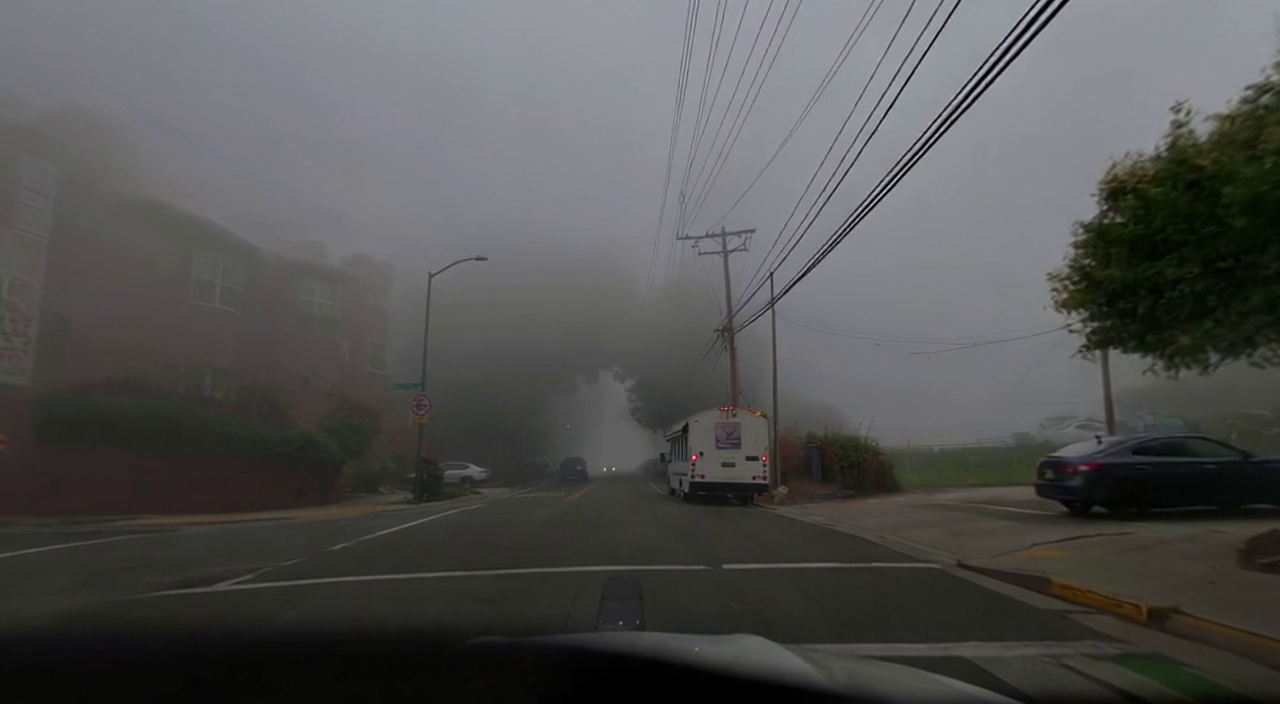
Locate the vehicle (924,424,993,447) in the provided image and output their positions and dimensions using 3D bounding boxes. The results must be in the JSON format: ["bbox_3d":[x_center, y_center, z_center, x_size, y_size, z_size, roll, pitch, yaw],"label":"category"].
[{"bbox_3d":[21.868,5.775,43.466,3.761,1.538,1.743,0,-8,-1],"label":"vehicle"}]

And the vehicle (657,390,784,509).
[{"bbox_3d":[2.374,3.310,21.776,2.886,3.321,7.809,0,-8,-3],"label":"vehicle"}]

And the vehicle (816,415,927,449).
[{"bbox_3d":[10.589,3.701,29.065,4.396,1.459,1.749,0,-8,-3],"label":"vehicle"}]

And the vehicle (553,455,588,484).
[{"bbox_3d":[-4.577,7.853,42.429,1.952,1.708,4.096,0,-8,-1],"label":"vehicle"}]

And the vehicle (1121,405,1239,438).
[{"bbox_3d":[27.843,3.617,32.679,4.413,1.608,1.858,0,-8,-2],"label":"vehicle"}]

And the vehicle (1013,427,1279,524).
[{"bbox_3d":[9.779,2.167,11.461,4.857,1.525,1.976,0,-8,-6],"label":"vehicle"}]

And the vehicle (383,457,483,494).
[{"bbox_3d":[-11.504,6.814,35.179,5.093,1.855,2.338,3,-9,-21],"label":"vehicle"}]
